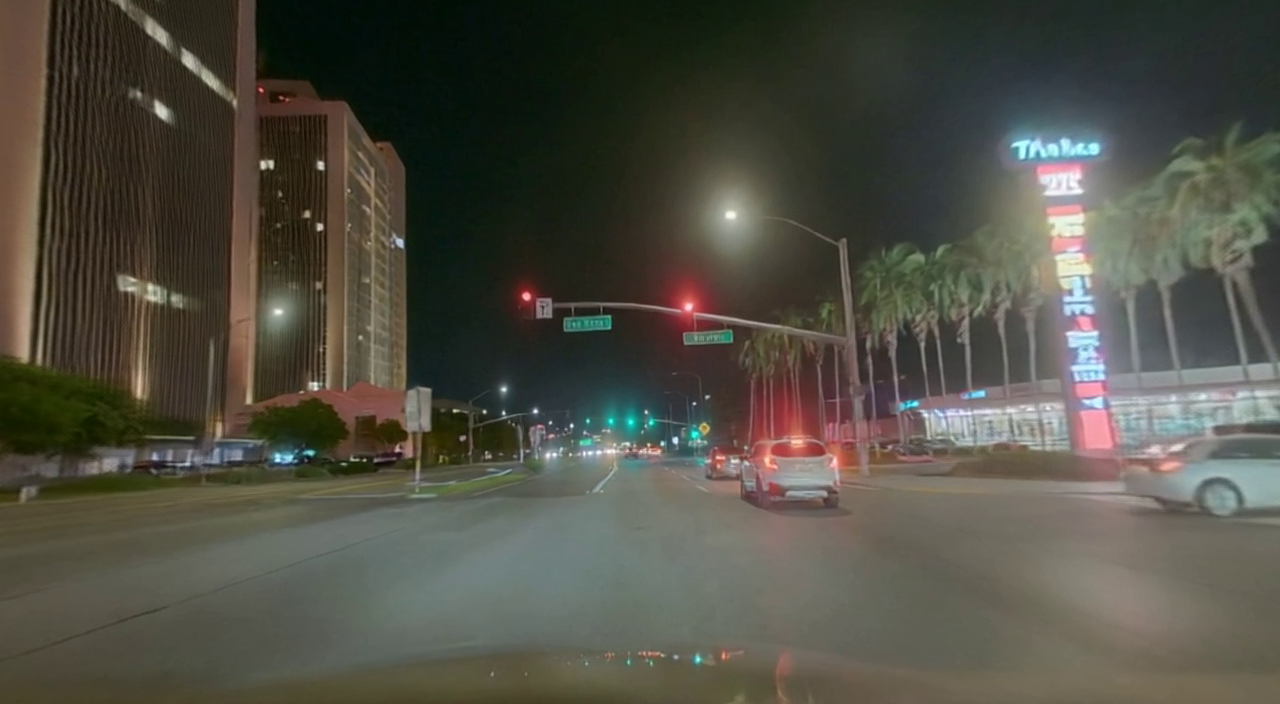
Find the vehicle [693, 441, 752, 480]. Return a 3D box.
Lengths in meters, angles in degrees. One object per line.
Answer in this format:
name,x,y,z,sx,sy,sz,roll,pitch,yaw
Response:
vehicle,3.372,4.541,26.655,1.870,1.467,4.800,0,-8,0

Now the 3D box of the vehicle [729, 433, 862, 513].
vehicle,3.329,2.663,14.365,1.931,1.534,4.126,0,-8,0

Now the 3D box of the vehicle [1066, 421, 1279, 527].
vehicle,10.547,2.089,11.114,4.448,1.640,2.160,0,-8,0

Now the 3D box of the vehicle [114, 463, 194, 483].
vehicle,-38.033,9.458,49.384,4.648,1.484,1.908,0,-9,0
